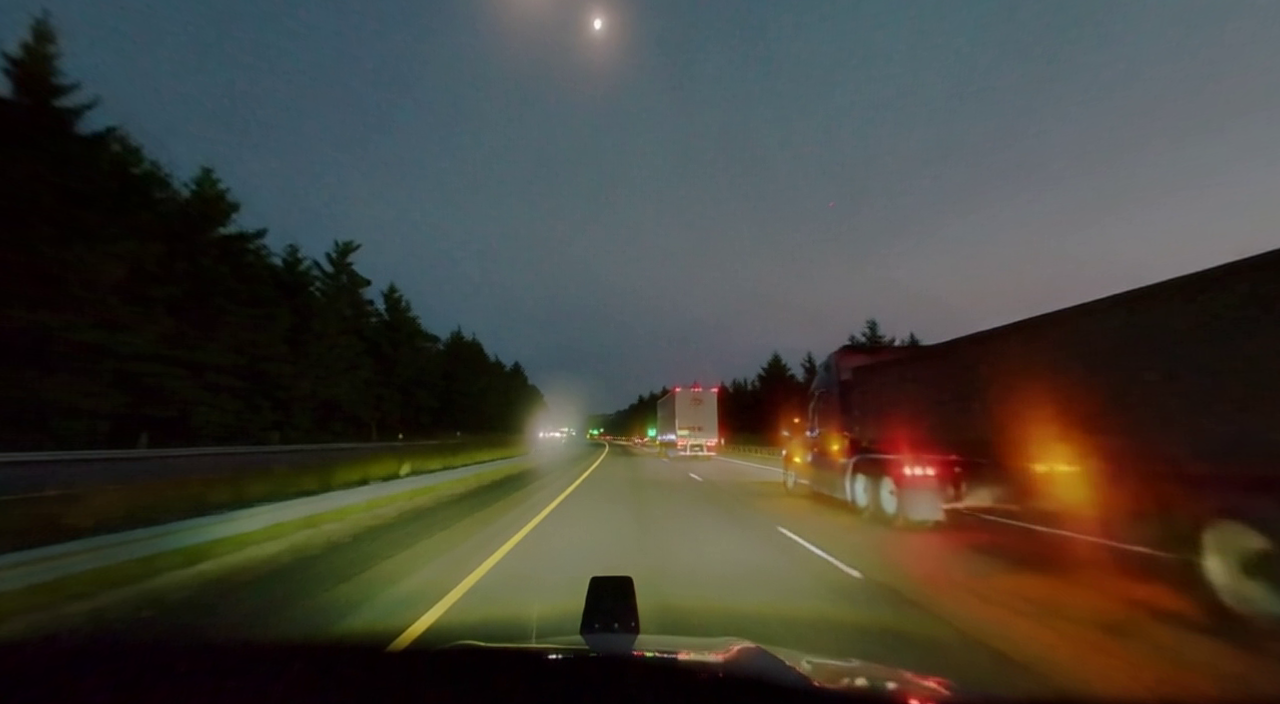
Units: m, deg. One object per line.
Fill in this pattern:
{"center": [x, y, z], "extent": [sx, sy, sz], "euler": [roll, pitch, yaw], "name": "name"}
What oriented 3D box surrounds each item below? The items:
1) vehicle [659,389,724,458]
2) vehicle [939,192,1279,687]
{"center": [3.217, 5.065, 43.352], "extent": [2.974, 4.003, 12.849], "euler": [1, -8, -2], "name": "vehicle"}
{"center": [4.900, 0.546, 3.976], "extent": [2.741, 2.716, 6.323], "euler": [0, -8, -2], "name": "vehicle"}
